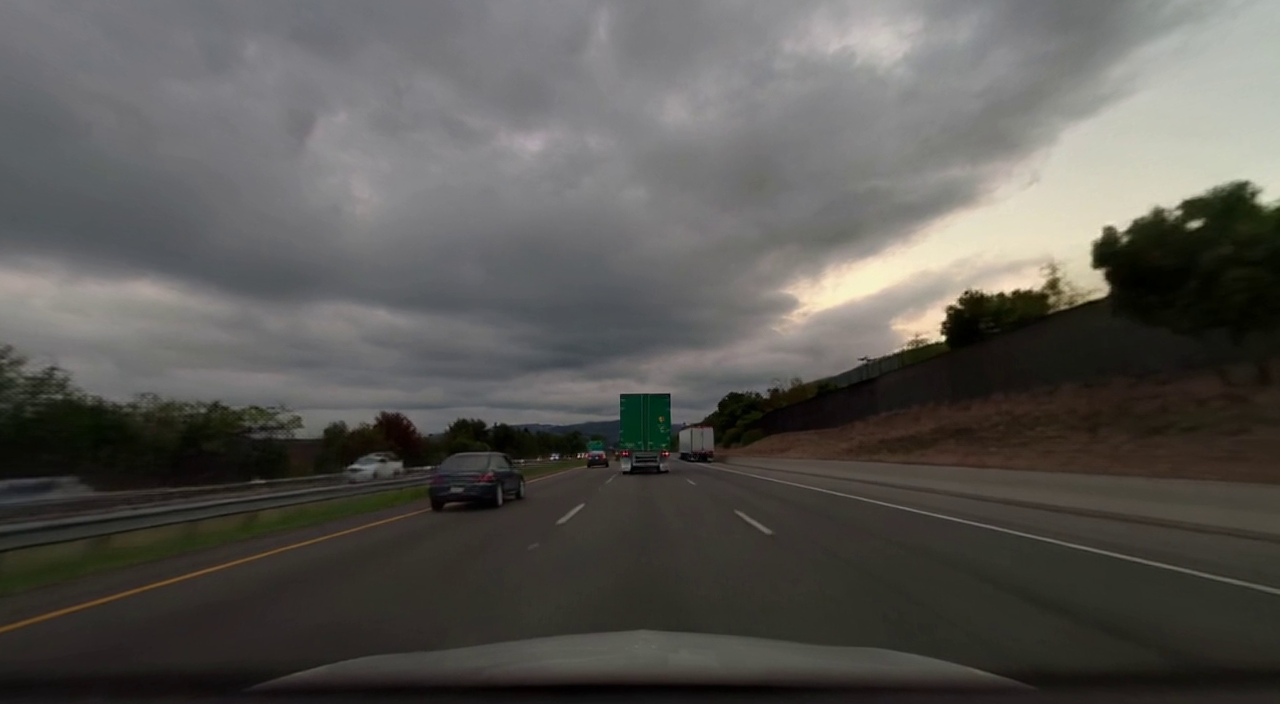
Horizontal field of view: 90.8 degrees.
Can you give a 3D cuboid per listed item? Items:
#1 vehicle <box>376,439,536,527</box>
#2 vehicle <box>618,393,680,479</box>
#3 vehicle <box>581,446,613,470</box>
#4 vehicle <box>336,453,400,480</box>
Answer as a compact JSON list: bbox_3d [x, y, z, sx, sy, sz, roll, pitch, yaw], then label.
[{"bbox_3d":[-3.572,2.613,13.125,2.050,1.517,3.996,0,-9,1],"label":"vehicle"},{"bbox_3d":[0.417,4.801,35.287,2.932,4.042,11.054,0,-9,0],"label":"vehicle"},{"bbox_3d":[-3.225,8.110,48.421,2.173,1.657,4.401,0,-9,-1],"label":"vehicle"},{"bbox_3d":[-18.258,7.684,42.621,2.015,1.655,5.025,0,-9,1],"label":"vehicle"}]
